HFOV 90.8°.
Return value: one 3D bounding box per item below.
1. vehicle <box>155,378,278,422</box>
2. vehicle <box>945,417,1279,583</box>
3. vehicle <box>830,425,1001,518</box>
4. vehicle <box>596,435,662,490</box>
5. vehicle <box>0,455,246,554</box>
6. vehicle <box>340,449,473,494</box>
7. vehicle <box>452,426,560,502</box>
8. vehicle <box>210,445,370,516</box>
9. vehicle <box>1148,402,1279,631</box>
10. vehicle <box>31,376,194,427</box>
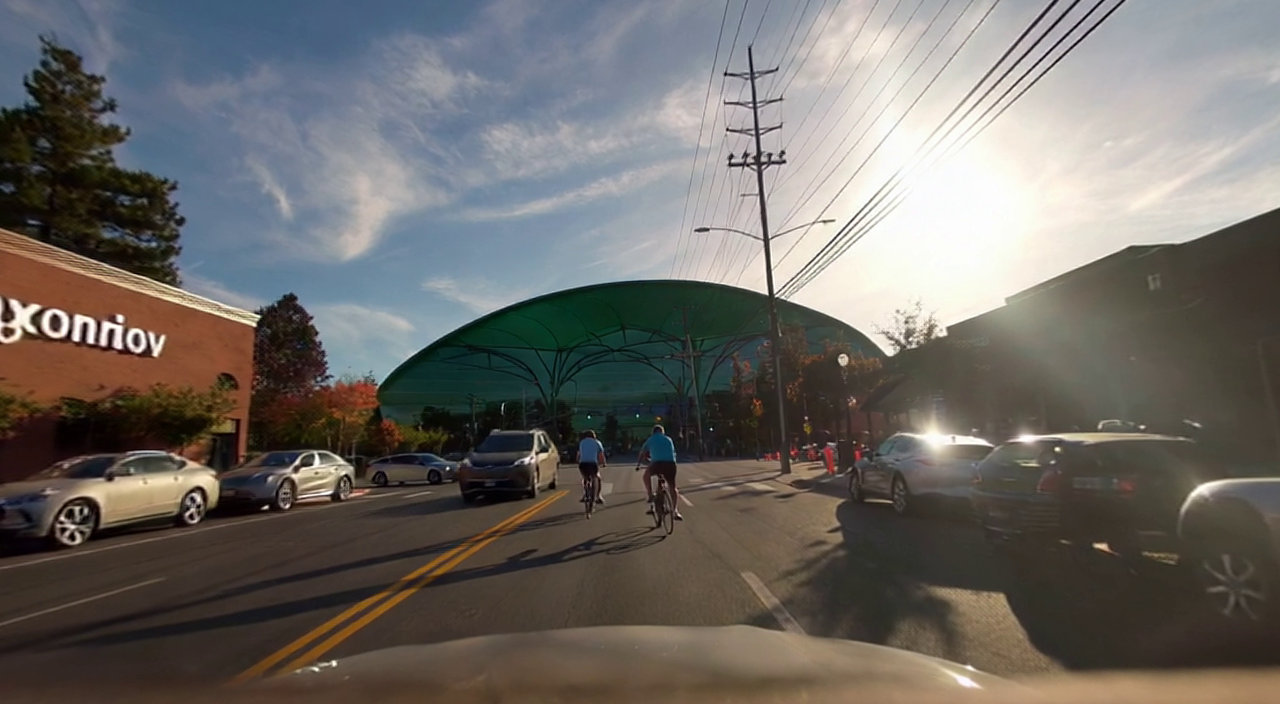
[{"bbox_3d":[-17.139,1.986,25.722,3.685,1.584,1.708,1,-9,-3],"label":"vehicle"},{"bbox_3d":[5.862,1.713,8.099,1.900,1.566,3.995,0,-8,0],"label":"vehicle"},{"bbox_3d":[5.790,2.543,13.902,1.873,1.714,3.979,0,-8,-1],"label":"vehicle"},{"bbox_3d":[-0.385,3.950,22.901,2.190,1.783,4.048,0,-8,-1],"label":"vehicle"},{"bbox_3d":[-10.274,2.856,12.581,1.904,1.495,4.585,0,-8,0],"label":"vehicle"},{"bbox_3d":[-10.265,5.277,28.113,4.961,1.832,2.287,0,-8,-1],"label":"vehicle"},{"bbox_3d":[-3.834,3.317,19.130,2.184,1.954,4.898,0,-8,0],"label":"vehicle"},{"bbox_3d":[-10.274,3.755,19.142,2.075,1.816,4.900,0,-8,-1],"label":"vehicle"},{"bbox_3d":[5.538,1.012,3.393,1.972,1.623,4.469,0,-8,2],"label":"vehicle"},{"bbox_3d":[-17.290,1.661,20.850,3.750,1.495,1.727,-1,-8,-2],"label":"vehicle"}]
